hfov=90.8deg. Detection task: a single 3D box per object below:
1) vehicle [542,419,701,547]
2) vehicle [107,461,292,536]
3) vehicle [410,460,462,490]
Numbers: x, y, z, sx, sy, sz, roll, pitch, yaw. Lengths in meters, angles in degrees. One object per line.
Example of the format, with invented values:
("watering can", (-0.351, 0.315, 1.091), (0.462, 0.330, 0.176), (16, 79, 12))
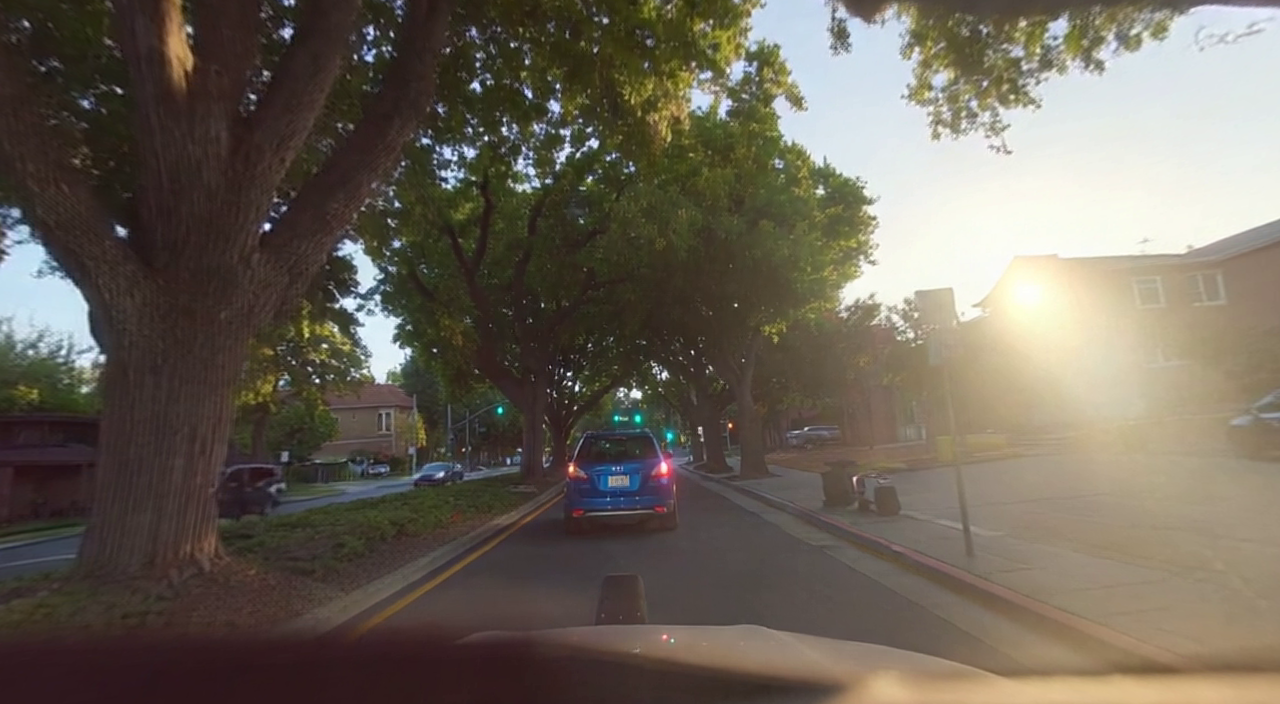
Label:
("vehicle", (-0.259, 2.059, 10.522), (2.136, 1.703, 3.910), (0, -8, 0))
("vehicle", (-12.273, 4.066, 18.092), (1.971, 1.718, 4.539), (0, -8, 0))
("vehicle", (-12.205, 7.374, 38.057), (1.714, 1.578, 4.218), (0, -8, 0))
